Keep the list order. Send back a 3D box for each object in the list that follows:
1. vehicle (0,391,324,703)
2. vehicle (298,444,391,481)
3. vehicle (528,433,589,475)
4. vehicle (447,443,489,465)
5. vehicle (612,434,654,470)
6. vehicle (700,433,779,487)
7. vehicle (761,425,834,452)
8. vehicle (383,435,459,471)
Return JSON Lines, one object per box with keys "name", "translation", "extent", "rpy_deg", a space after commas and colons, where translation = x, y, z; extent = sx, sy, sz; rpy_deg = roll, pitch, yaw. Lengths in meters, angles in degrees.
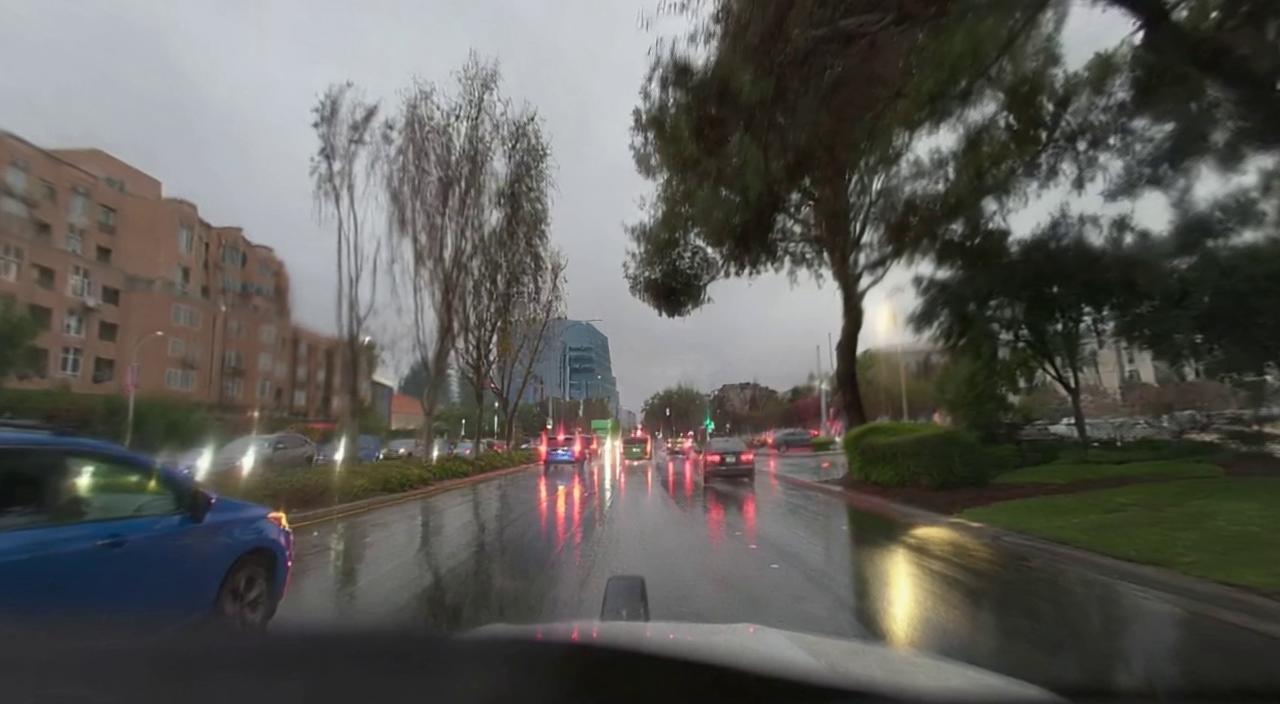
{"name": "vehicle", "translation": [-3.268, 0.874, 2.105], "extent": [2.094, 1.483, 4.510], "rpy_deg": [0, -8, -1]}
{"name": "vehicle", "translation": [-12.574, 4.713, 27.047], "extent": [1.824, 1.447, 4.442], "rpy_deg": [0, -8, 0]}
{"name": "vehicle", "translation": [-3.516, 4.536, 28.047], "extent": [2.047, 1.710, 4.314], "rpy_deg": [0, -8, 1]}
{"name": "vehicle", "translation": [-12.465, 7.402, 45.819], "extent": [1.843, 1.509, 4.301], "rpy_deg": [0, -8, 0]}
{"name": "vehicle", "translation": [-0.324, 5.189, 32.728], "extent": [2.022, 1.700, 4.084], "rpy_deg": [0, -8, 0]}
{"name": "vehicle", "translation": [3.097, 3.448, 20.264], "extent": [1.847, 1.554, 3.885], "rpy_deg": [0, -8, -1]}
{"name": "vehicle", "translation": [12.072, 6.683, 48.252], "extent": [4.991, 1.978, 2.090], "rpy_deg": [-8, -12, 43]}
{"name": "vehicle", "translation": [-12.305, 5.726, 35.823], "extent": [2.245, 1.908, 5.613], "rpy_deg": [0, -8, 1]}
